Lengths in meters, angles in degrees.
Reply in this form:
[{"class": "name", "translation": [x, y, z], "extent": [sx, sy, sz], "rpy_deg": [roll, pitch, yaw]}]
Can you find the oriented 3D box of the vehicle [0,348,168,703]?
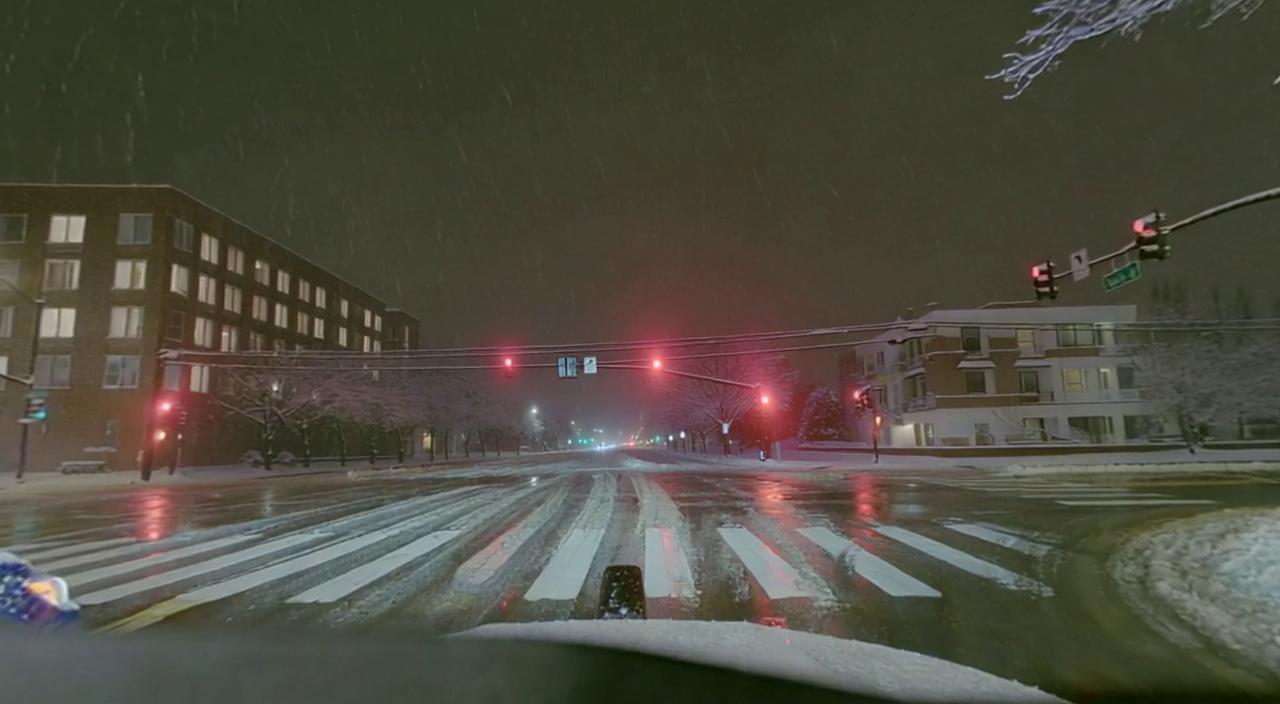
[{"class": "vehicle", "translation": [-3.637, 0.620, 1.056], "extent": [2.109, 1.692, 4.587], "rpy_deg": [0, -8, 0]}]
